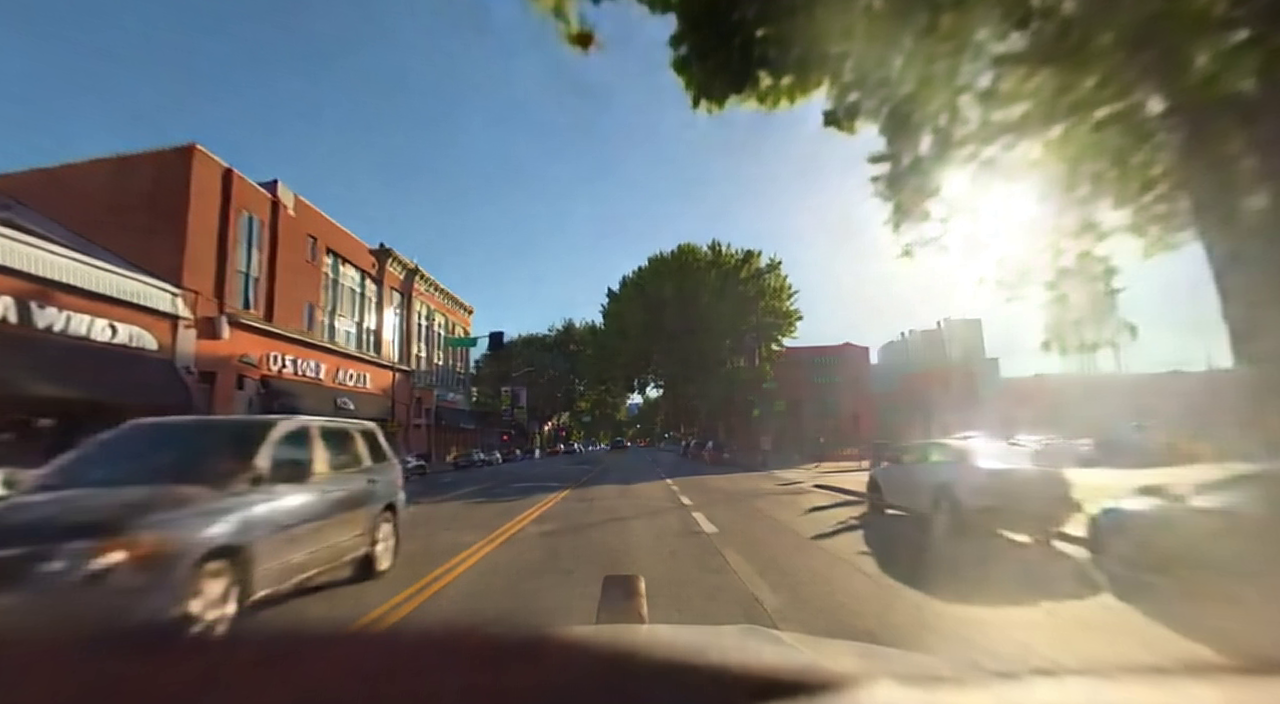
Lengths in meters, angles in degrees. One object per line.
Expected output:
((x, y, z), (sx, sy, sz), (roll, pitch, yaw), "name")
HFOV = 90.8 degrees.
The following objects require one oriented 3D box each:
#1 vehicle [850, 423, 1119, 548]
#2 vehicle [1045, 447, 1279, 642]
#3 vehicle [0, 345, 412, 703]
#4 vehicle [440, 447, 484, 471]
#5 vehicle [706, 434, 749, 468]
((5.870, 2.311, 11.741), (2.150, 1.805, 4.870), (0, -8, -1), "vehicle")
((5.880, 1.535, 5.180), (1.910, 1.471, 4.758), (0, -8, -1), "vehicle")
((-3.437, 1.158, 4.655), (2.028, 1.764, 4.503), (1, -8, -3), "vehicle")
((-12.474, 7.493, 44.509), (1.804, 1.533, 4.121), (0, -8, 1), "vehicle")
((5.553, 6.337, 40.541), (2.010, 1.943, 4.319), (-1, -8, -1), "vehicle")
